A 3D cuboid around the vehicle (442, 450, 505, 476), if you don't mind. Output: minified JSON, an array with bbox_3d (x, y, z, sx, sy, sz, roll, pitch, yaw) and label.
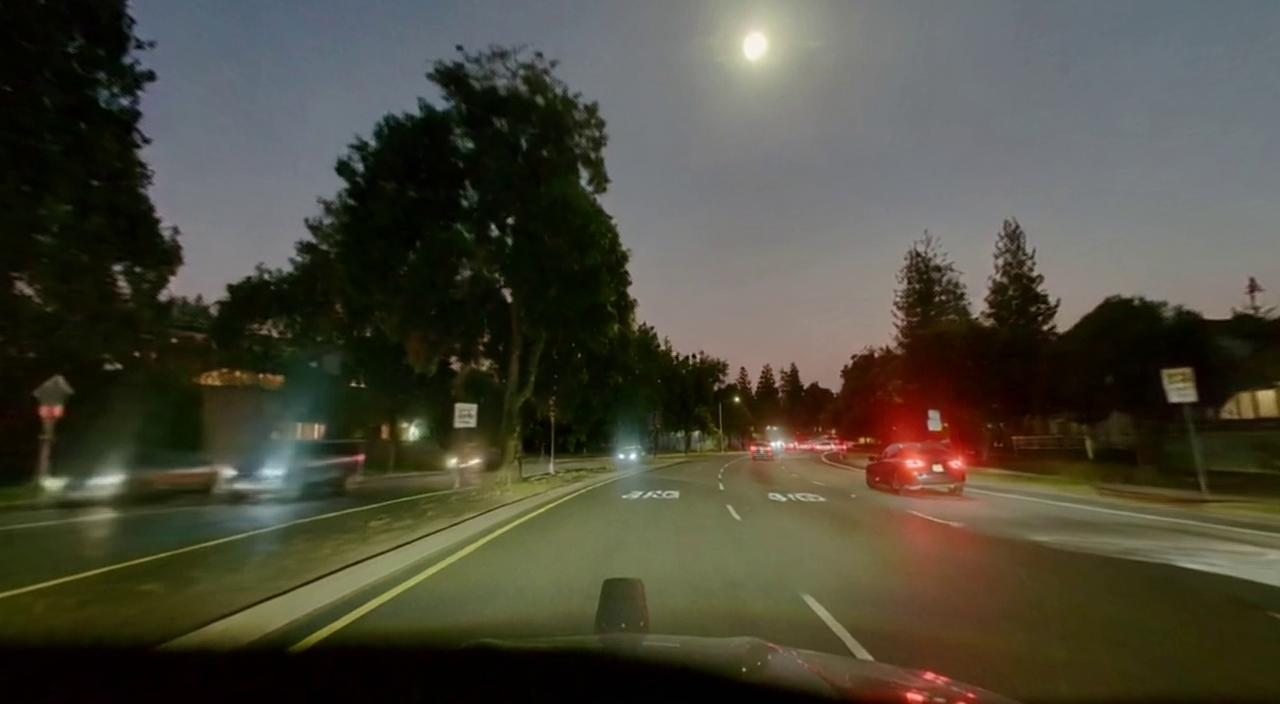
[{"bbox_3d":[-9.920,6.649,37.997,1.905,1.451,4.698,-1,-8,9],"label":"vehicle"}]

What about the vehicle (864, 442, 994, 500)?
[{"bbox_3d":[8.106,3.349,18.193,1.855,1.444,4.389,-1,-8,3],"label":"vehicle"}]

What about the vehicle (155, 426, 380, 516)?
[{"bbox_3d":[-8.833,2.849,15.721,2.137,1.828,5.202,-1,-8,4],"label":"vehicle"}]

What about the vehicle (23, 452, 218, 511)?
[{"bbox_3d":[-15.222,3.772,18.859,1.893,1.474,4.375,-1,-8,4],"label":"vehicle"}]

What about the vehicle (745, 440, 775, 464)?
[{"bbox_3d":[8.838,7.296,46.123,1.991,1.684,4.127,-2,-9,12],"label":"vehicle"}]
